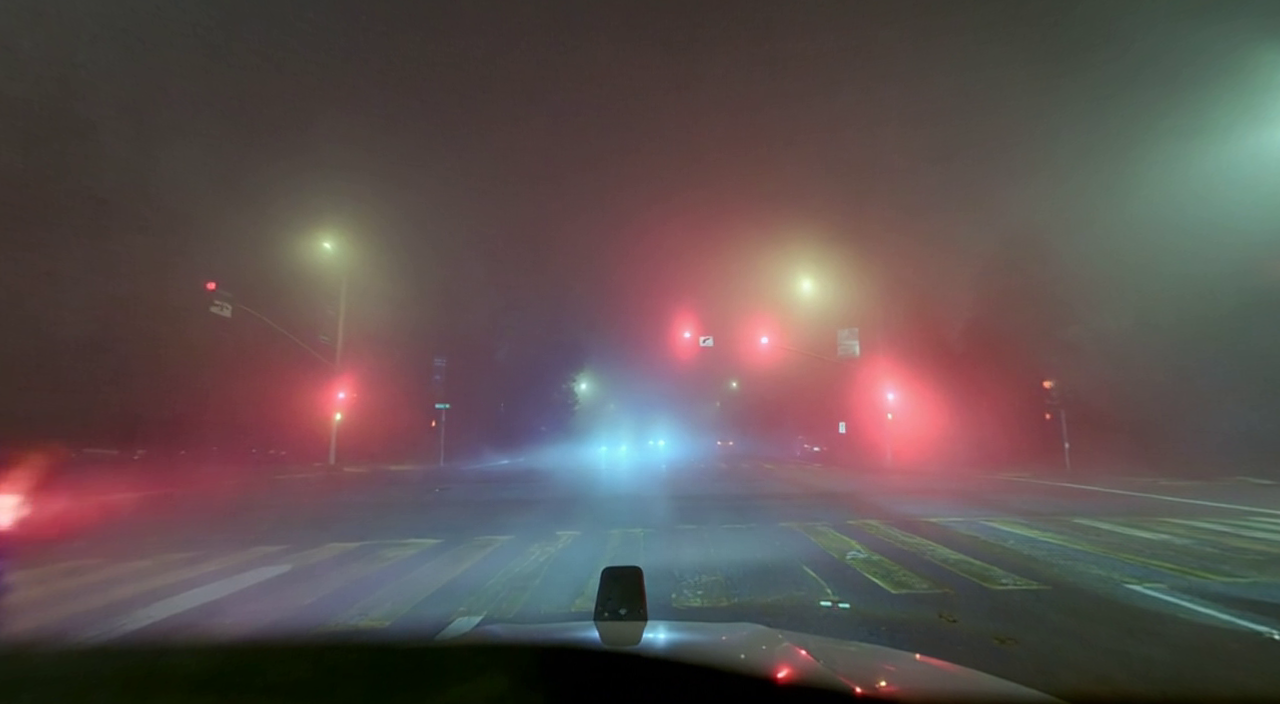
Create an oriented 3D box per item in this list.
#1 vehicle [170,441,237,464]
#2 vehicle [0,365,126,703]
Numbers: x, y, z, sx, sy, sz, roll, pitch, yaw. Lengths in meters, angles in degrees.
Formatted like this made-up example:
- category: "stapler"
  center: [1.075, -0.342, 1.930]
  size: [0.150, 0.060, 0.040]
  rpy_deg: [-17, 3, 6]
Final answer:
- category: "vehicle"
  center: [-29.141, 6.702, 42.066]
  size: [1.696, 1.431, 3.686]
  rpy_deg: [0, -8, 3]
- category: "vehicle"
  center: [-4.032, 0.705, 1.104]
  size: [2.134, 1.768, 4.580]
  rpy_deg: [-1, -8, 4]
